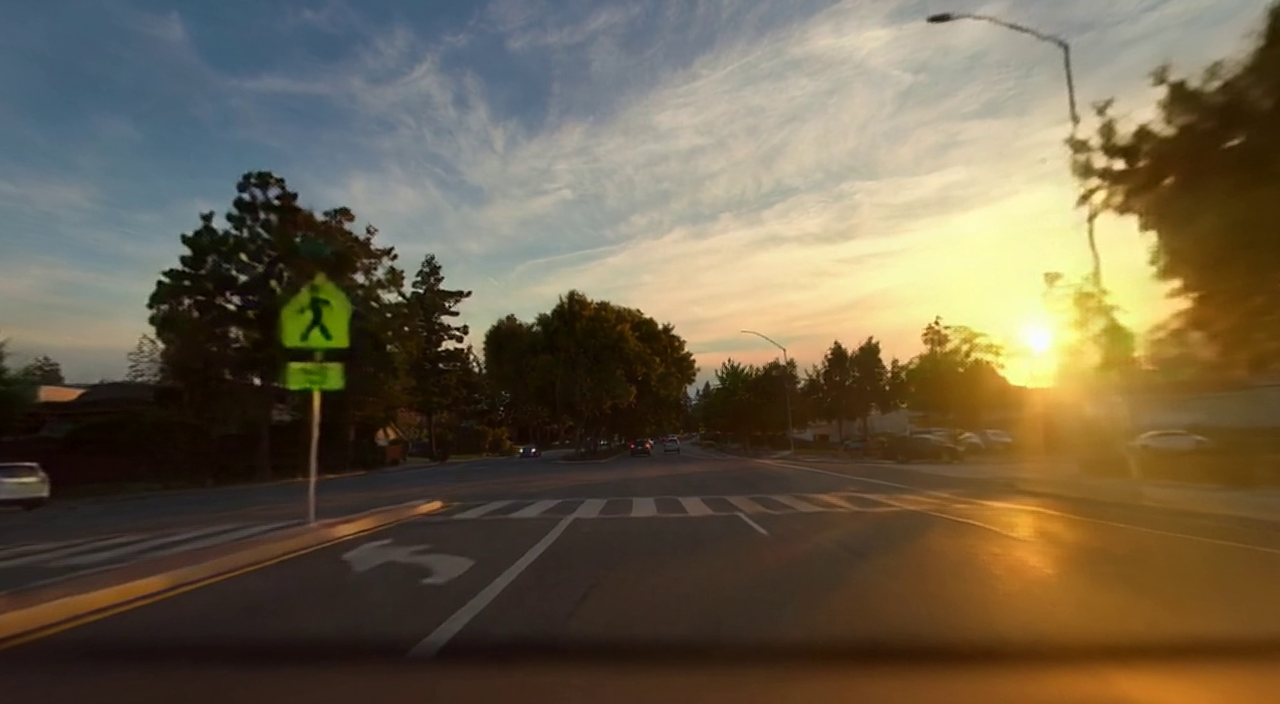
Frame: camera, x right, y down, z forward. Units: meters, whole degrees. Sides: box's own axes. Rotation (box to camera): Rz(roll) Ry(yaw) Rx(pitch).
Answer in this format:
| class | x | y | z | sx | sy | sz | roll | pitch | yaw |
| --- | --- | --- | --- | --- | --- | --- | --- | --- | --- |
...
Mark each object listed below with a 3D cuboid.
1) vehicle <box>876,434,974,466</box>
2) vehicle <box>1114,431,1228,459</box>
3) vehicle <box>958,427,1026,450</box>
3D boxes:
| class | x | y | z | sx | sy | sz | roll | pitch | yaw |
| --- | --- | --- | --- | --- | --- | --- | --- | --- | --- |
| vehicle | 15.719 | 5.435 | 35.155 | 4.696 | 1.651 | 2.218 | -3 | -9 | 20 |
| vehicle | 29.807 | 5.226 | 35.566 | 4.593 | 1.479 | 2.033 | 0 | -9 | 0 |
| vehicle | 24.338 | 6.000 | 43.859 | 1.982 | 1.503 | 4.572 | 0 | -8 | -2 |
